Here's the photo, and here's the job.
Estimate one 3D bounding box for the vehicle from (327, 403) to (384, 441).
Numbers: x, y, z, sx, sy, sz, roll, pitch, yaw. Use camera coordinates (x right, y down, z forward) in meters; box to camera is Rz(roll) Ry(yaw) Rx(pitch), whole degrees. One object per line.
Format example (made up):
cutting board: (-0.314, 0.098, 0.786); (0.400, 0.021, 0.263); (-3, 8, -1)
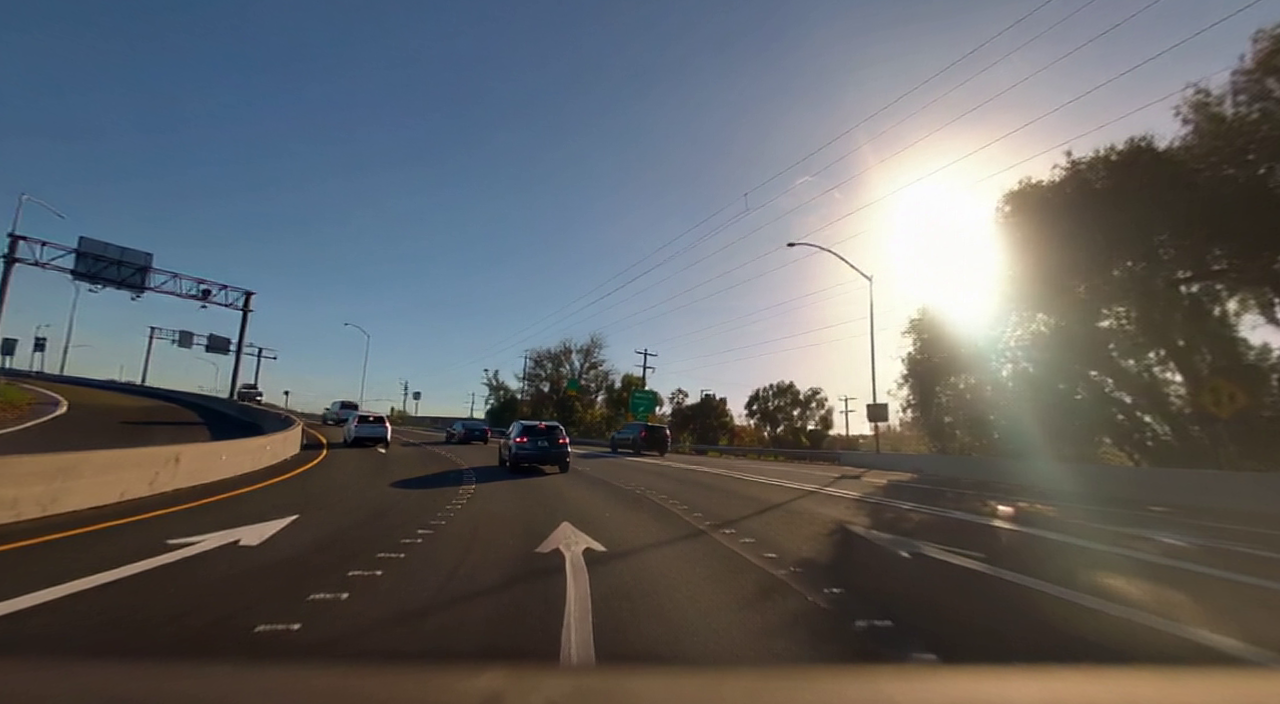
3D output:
vehicle: (-14.564, 3.644, 32.198); (2.076, 1.747, 4.285); (5, -10, -30)

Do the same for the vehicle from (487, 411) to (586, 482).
vehicle: (-3.048, 2.657, 17.798); (2.140, 1.724, 4.304); (3, -9, -17)

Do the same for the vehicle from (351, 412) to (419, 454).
vehicle: (-10.105, 3.227, 24.763); (2.033, 1.501, 4.623); (4, -9, -26)

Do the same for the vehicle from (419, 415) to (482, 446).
vehicle: (-9.832, 4.104, 32.435); (1.832, 1.473, 4.364); (6, -10, -33)

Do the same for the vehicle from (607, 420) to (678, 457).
vehicle: (0.041, 4.701, 33.987); (2.079, 1.807, 4.682); (4, -9, -24)
